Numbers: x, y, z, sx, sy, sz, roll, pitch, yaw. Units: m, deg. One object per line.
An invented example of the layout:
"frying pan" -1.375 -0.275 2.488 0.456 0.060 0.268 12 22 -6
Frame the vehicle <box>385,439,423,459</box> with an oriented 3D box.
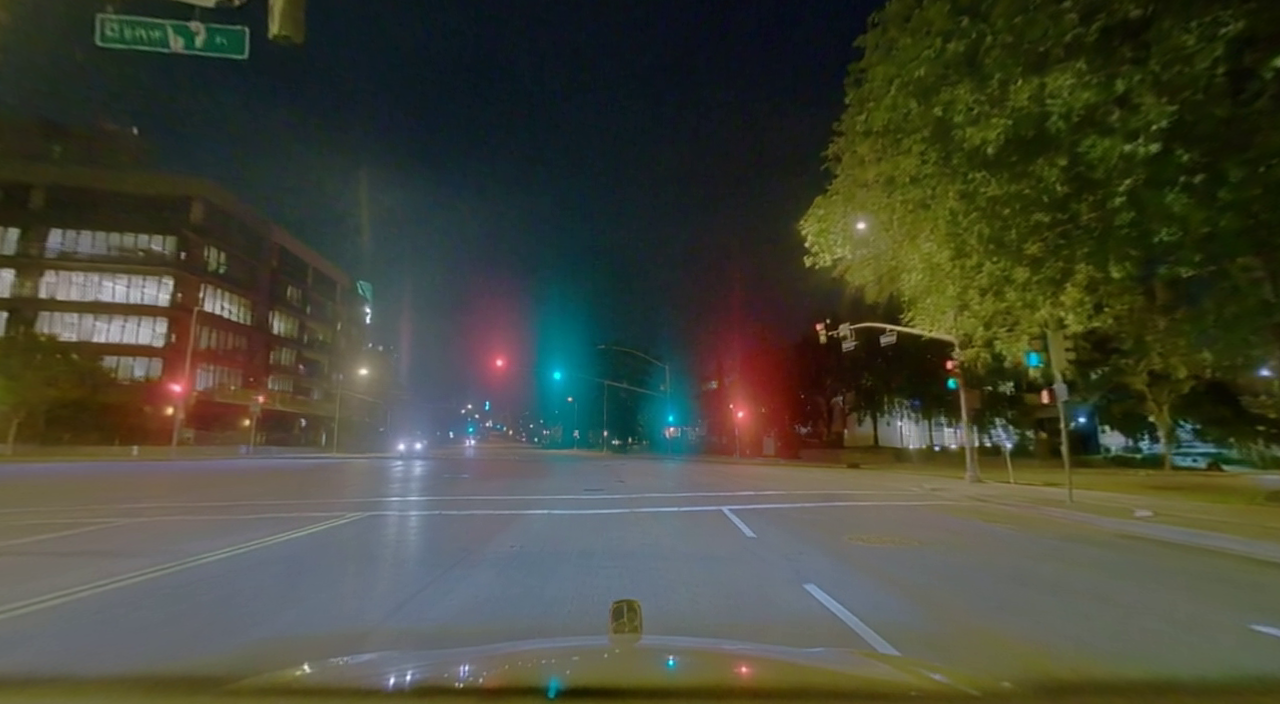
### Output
"vehicle" -18.157 7.492 48.821 1.969 1.464 4.485 1 -9 -10
